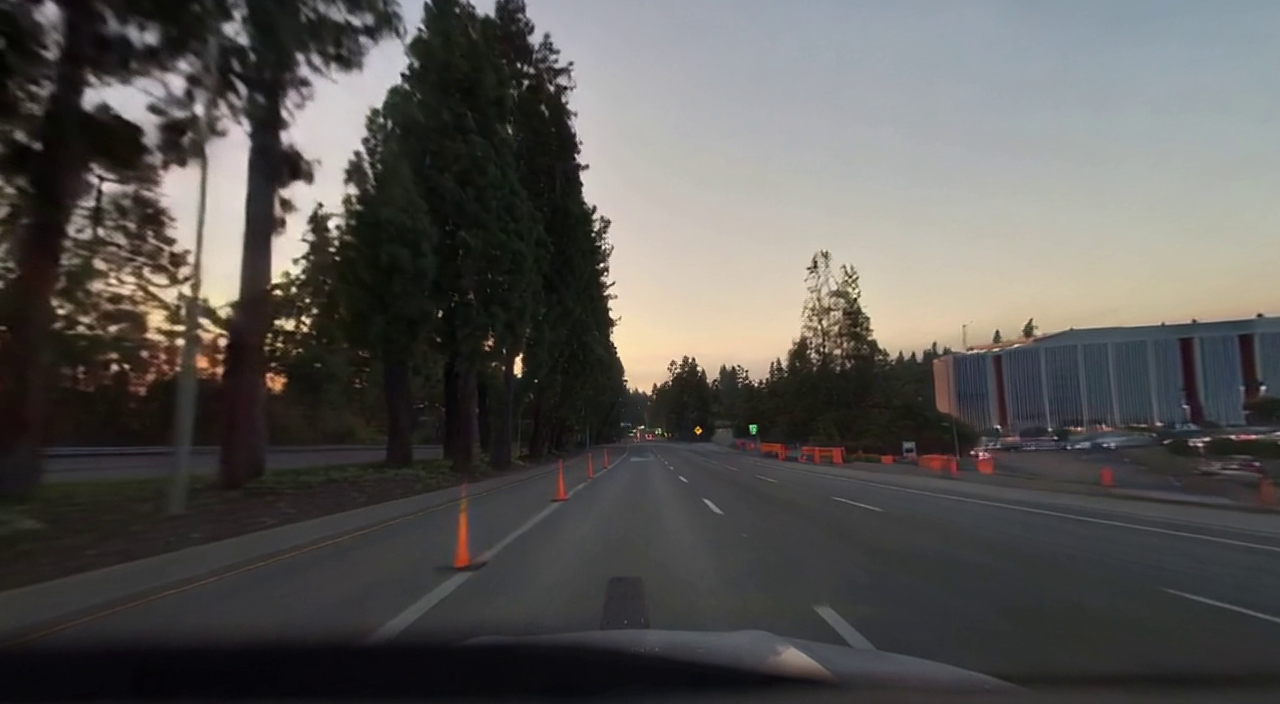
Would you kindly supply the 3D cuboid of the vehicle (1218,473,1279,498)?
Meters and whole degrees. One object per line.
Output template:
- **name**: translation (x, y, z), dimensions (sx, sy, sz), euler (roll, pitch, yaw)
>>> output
- **vehicle**: translation (44.117, 9.503, 44.932), dimensions (4.270, 1.626, 1.897), euler (1, -9, -10)
